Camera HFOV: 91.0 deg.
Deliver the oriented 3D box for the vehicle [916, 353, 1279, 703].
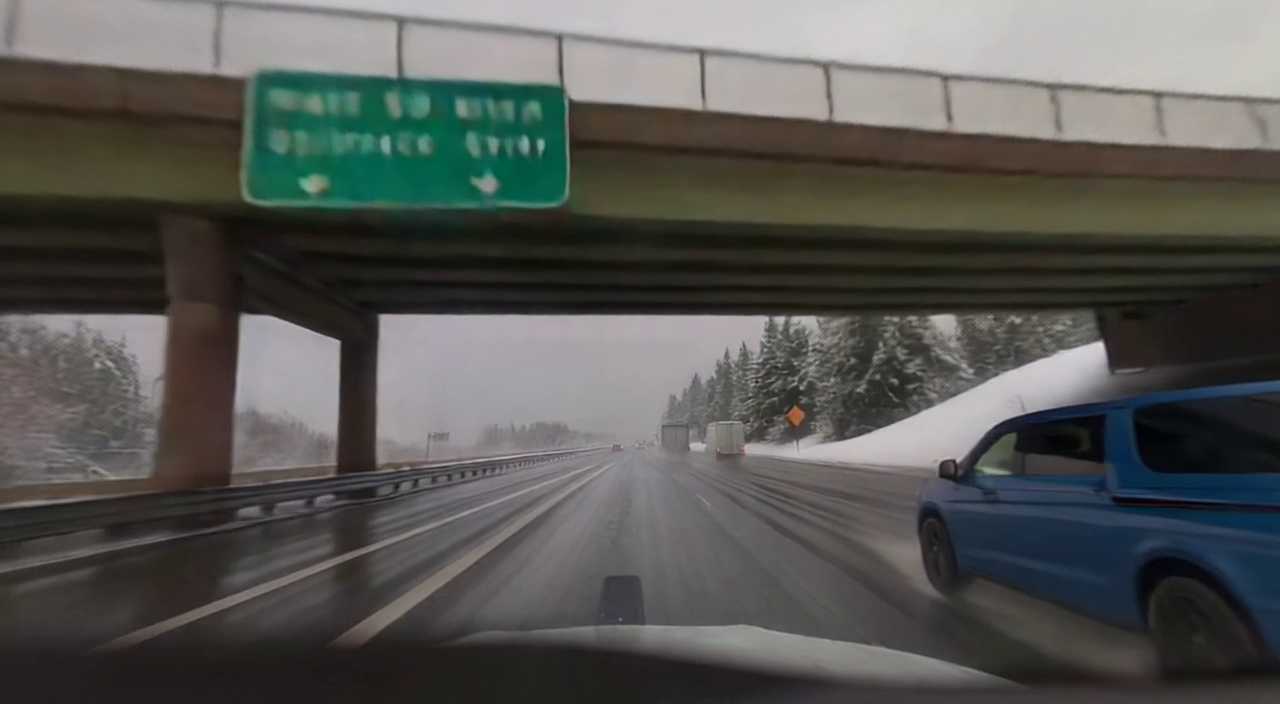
[{"bbox_3d":[4.004,1.065,4.309,2.148,1.691,4.443,0,-9,-1],"label":"vehicle"}]
